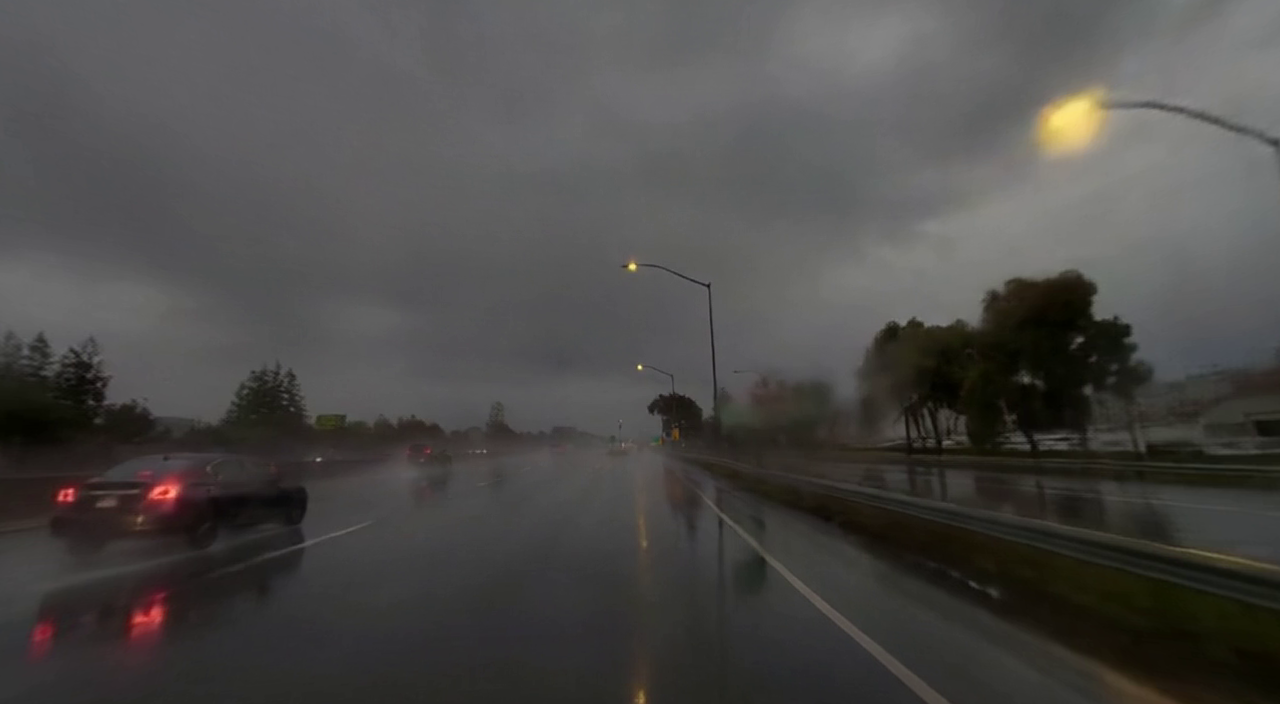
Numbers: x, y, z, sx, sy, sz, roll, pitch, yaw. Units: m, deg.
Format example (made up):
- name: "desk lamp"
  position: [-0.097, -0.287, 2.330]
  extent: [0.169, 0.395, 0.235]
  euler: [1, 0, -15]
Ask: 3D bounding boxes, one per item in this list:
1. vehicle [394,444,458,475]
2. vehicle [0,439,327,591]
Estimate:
- name: "vehicle"
  position: [-12.280, 6.169, 36.602]
  extent: [2.126, 1.671, 5.173]
  euler: [0, -9, -3]
- name: "vehicle"
  position: [-6.393, 1.978, 8.691]
  extent: [1.940, 1.479, 4.777]
  euler: [0, -9, -3]
